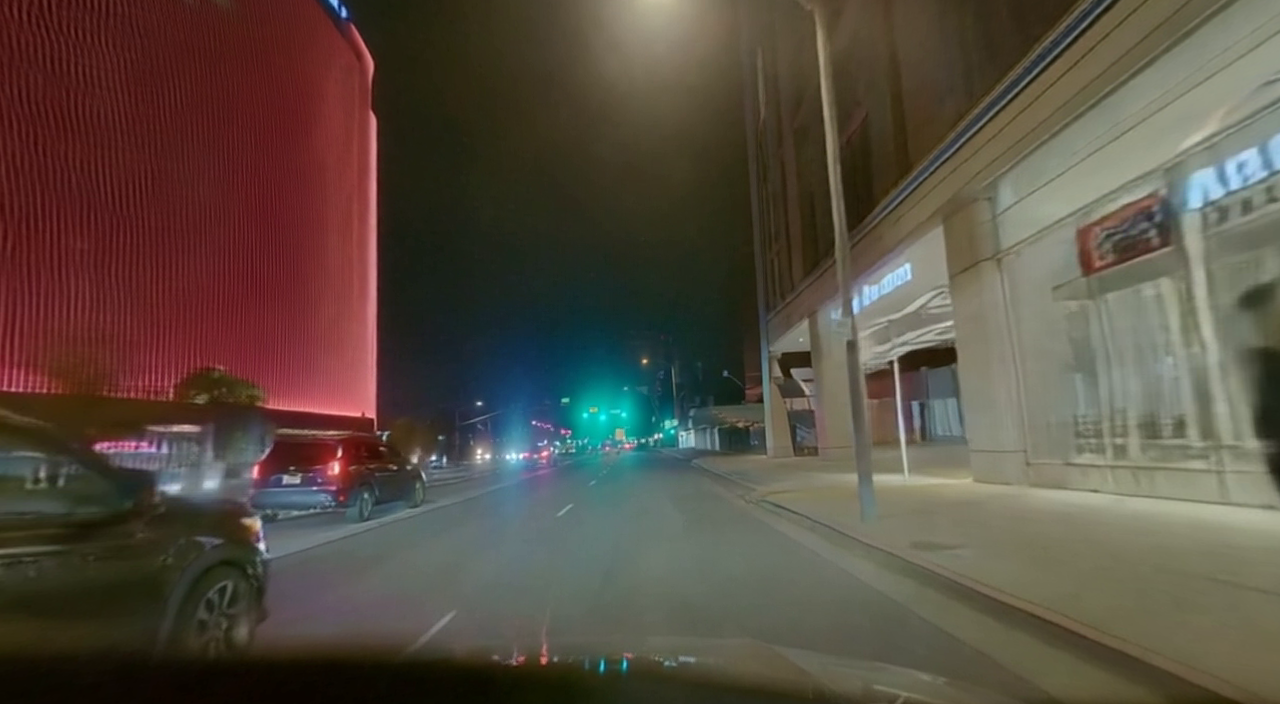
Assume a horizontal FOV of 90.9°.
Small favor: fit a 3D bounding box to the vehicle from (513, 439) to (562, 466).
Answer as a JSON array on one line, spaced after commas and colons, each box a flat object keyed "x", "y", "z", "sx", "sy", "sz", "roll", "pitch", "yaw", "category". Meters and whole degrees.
[{"x": -5.951, "y": 5.893, "z": 37.078, "sx": 2.030, "sy": 1.488, "sz": 4.650, "roll": 0, "pitch": -8, "yaw": 1, "category": "vehicle"}]

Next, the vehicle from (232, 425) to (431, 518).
[{"x": -6.493, "y": 2.566, "z": 14.060, "sx": 2.007, "sy": 1.698, "sz": 4.759, "roll": 0, "pitch": -8, "yaw": 0, "category": "vehicle"}]

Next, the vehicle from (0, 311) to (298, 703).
[{"x": -3.262, "y": 0.642, "z": 1.400, "sx": 2.277, "sy": 1.743, "sz": 4.893, "roll": 0, "pitch": -8, "yaw": -1, "category": "vehicle"}]
